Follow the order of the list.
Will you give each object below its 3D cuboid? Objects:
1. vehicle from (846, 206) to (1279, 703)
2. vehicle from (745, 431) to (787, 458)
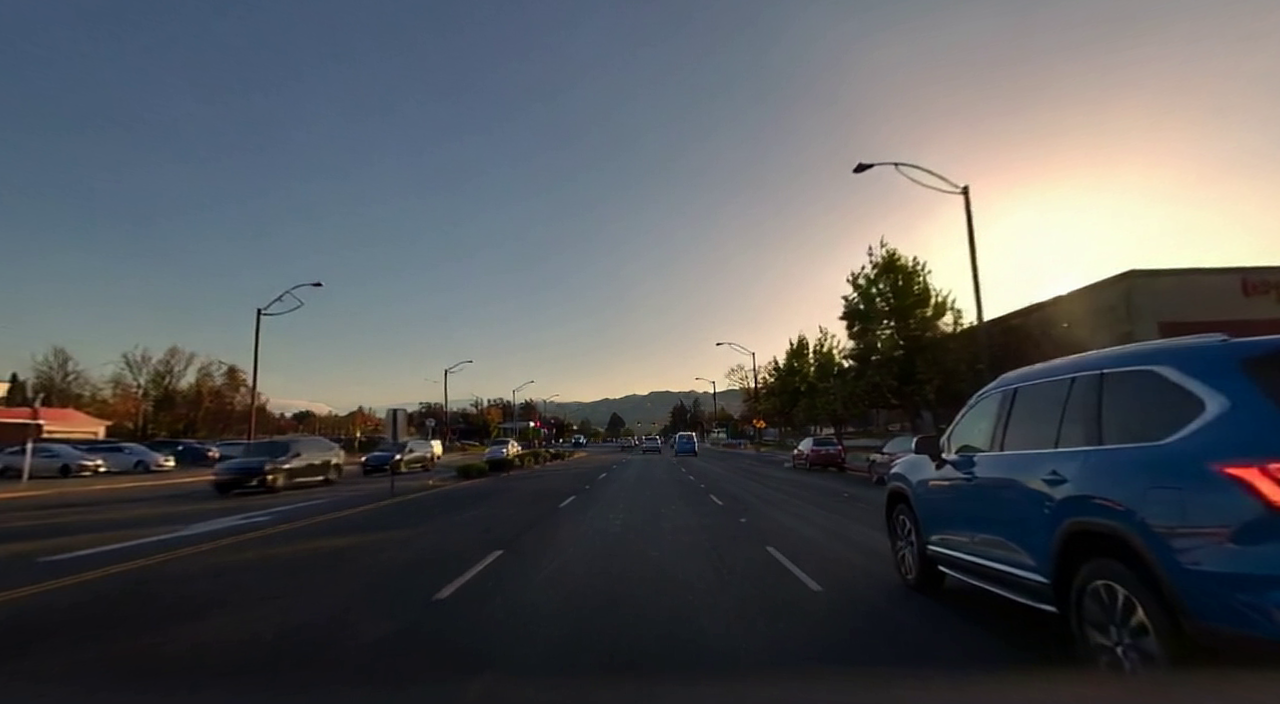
[{"bbox_3d":[3.069,0.802,3.538,2.246,1.963,4.777,0,-8,1],"label":"vehicle"},{"bbox_3d":[8.260,6.095,41.484,1.960,1.693,4.452,0,-8,2],"label":"vehicle"}]
